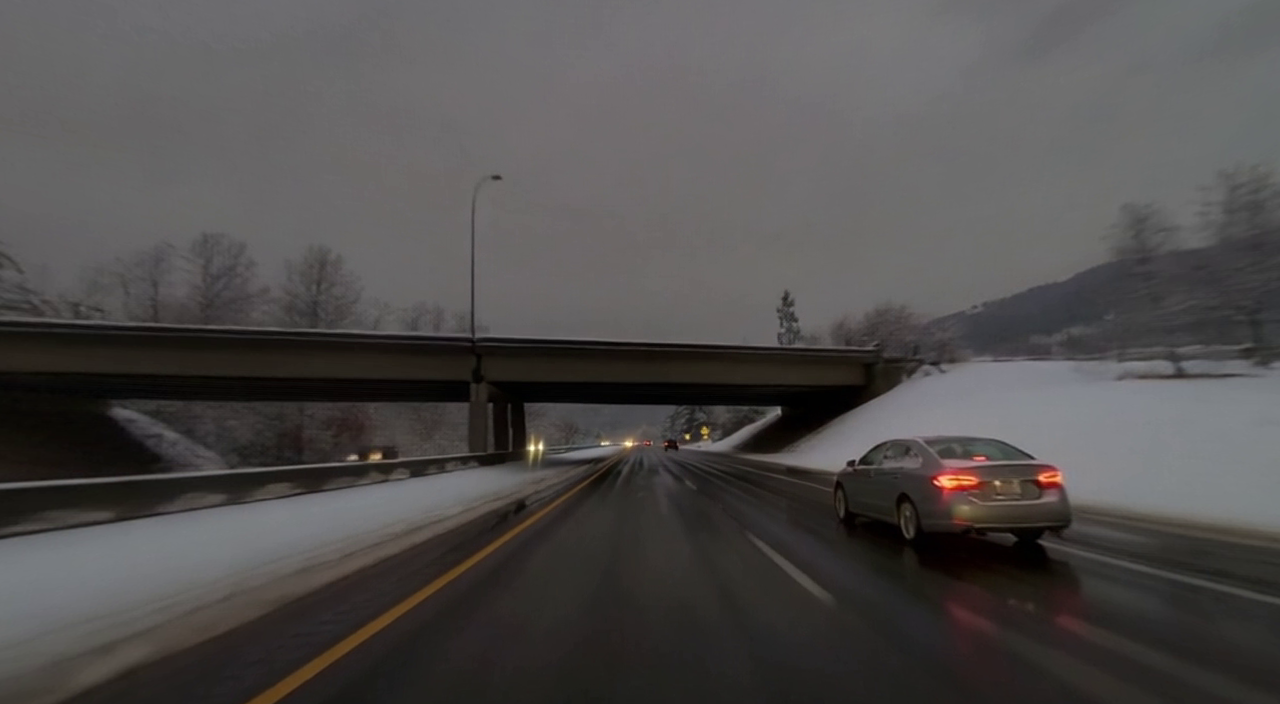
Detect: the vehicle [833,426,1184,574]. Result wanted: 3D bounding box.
[{"bbox_3d":[4.519,1.862,8.877,2.027,1.487,4.718,0,-8,-1],"label":"vehicle"}]
